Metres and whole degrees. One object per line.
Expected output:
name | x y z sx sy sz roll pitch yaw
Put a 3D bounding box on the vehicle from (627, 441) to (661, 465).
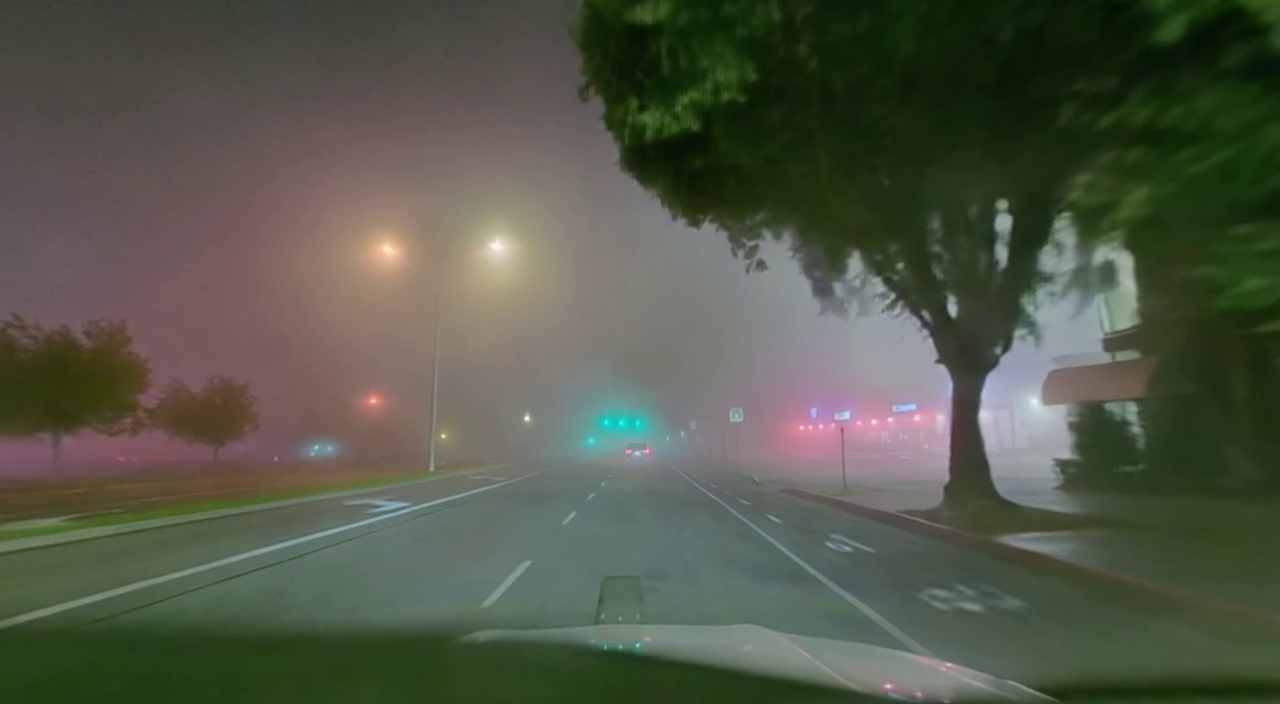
vehicle | 0.202 6.567 41.219 2.115 1.461 3.976 0 -8 -1
